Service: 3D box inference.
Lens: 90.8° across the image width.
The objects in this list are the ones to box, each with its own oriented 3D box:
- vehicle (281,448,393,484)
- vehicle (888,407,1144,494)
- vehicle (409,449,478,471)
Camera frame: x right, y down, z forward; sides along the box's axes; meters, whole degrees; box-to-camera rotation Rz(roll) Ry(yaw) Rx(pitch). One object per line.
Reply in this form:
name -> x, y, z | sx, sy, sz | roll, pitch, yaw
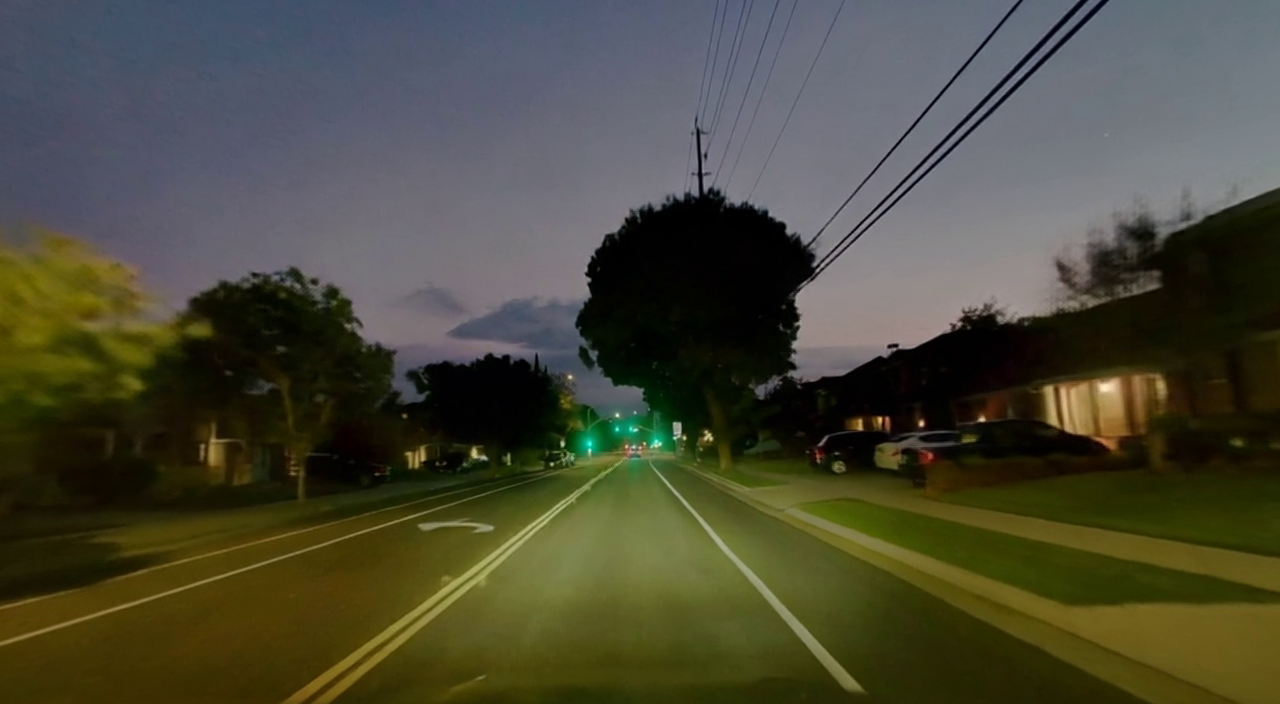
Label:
vehicle -> -15.078, 5.676, 31.643 | 4.501, 1.689, 2.106 | 0, -9, 1
vehicle -> 8.877, 2.377, 15.320 | 4.747, 1.942, 2.158 | 0, -9, 1
vehicle -> -15.151, 8.375, 48.965 | 4.651, 1.615, 1.961 | 0, -9, 2
